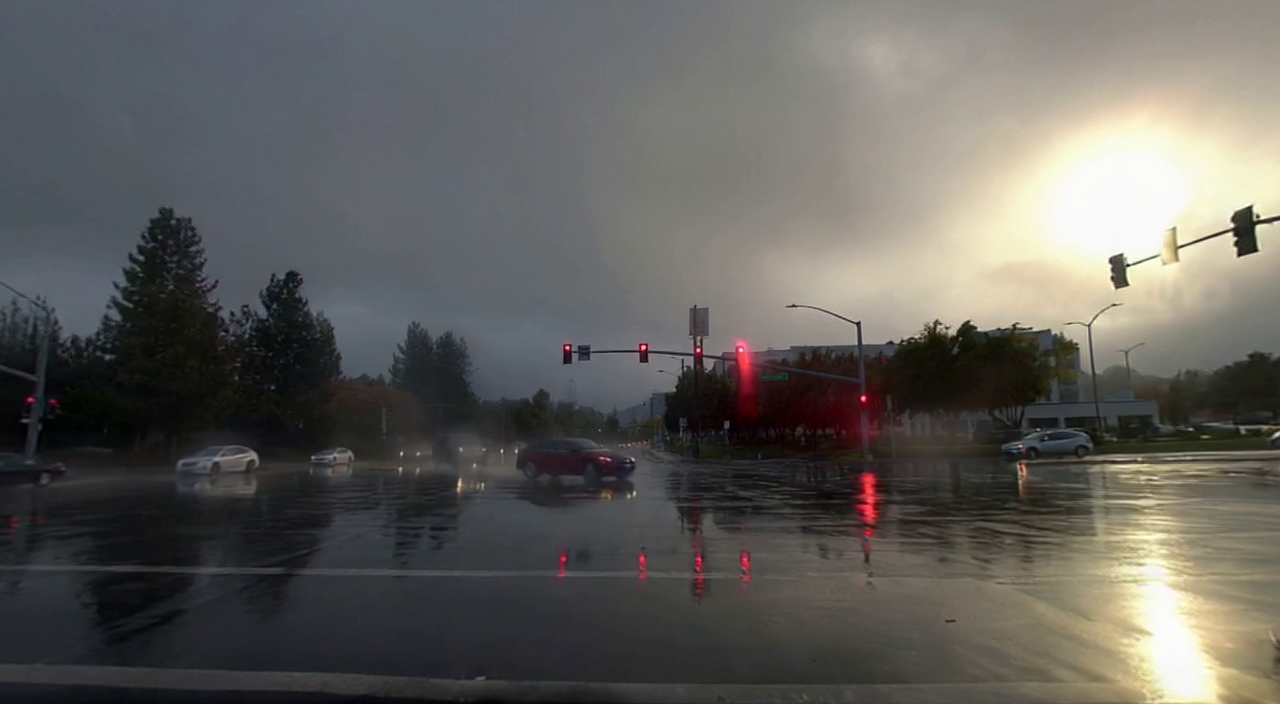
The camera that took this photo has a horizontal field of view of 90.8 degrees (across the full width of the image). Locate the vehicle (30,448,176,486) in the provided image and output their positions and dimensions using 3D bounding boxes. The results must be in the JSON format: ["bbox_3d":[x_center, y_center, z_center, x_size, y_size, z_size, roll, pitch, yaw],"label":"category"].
[{"bbox_3d":[-28.555,6.084,33.874,2.901,1.827,5.034,-3,-9,18],"label":"vehicle"}]

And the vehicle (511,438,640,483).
[{"bbox_3d":[-2.454,3.982,23.442,4.532,1.467,2.135,-7,-11,38],"label":"vehicle"}]

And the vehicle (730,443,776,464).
[{"bbox_3d":[8.289,7.471,46.740,2.133,1.437,4.420,1,-9,-6],"label":"vehicle"}]

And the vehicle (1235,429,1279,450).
[{"bbox_3d":[45.671,6.270,45.256,1.786,1.412,4.330,0,-9,0],"label":"vehicle"}]

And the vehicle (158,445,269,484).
[{"bbox_3d":[-19.562,5.140,29.266,1.924,1.656,4.593,0,-9,0],"label":"vehicle"}]

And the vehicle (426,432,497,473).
[{"bbox_3d":[-9.061,5.045,31.846,2.017,1.877,4.767,5,-10,-33],"label":"vehicle"}]

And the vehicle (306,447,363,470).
[{"bbox_3d":[-23.227,8.085,48.199,2.041,1.642,4.628,0,-8,0],"label":"vehicle"}]
